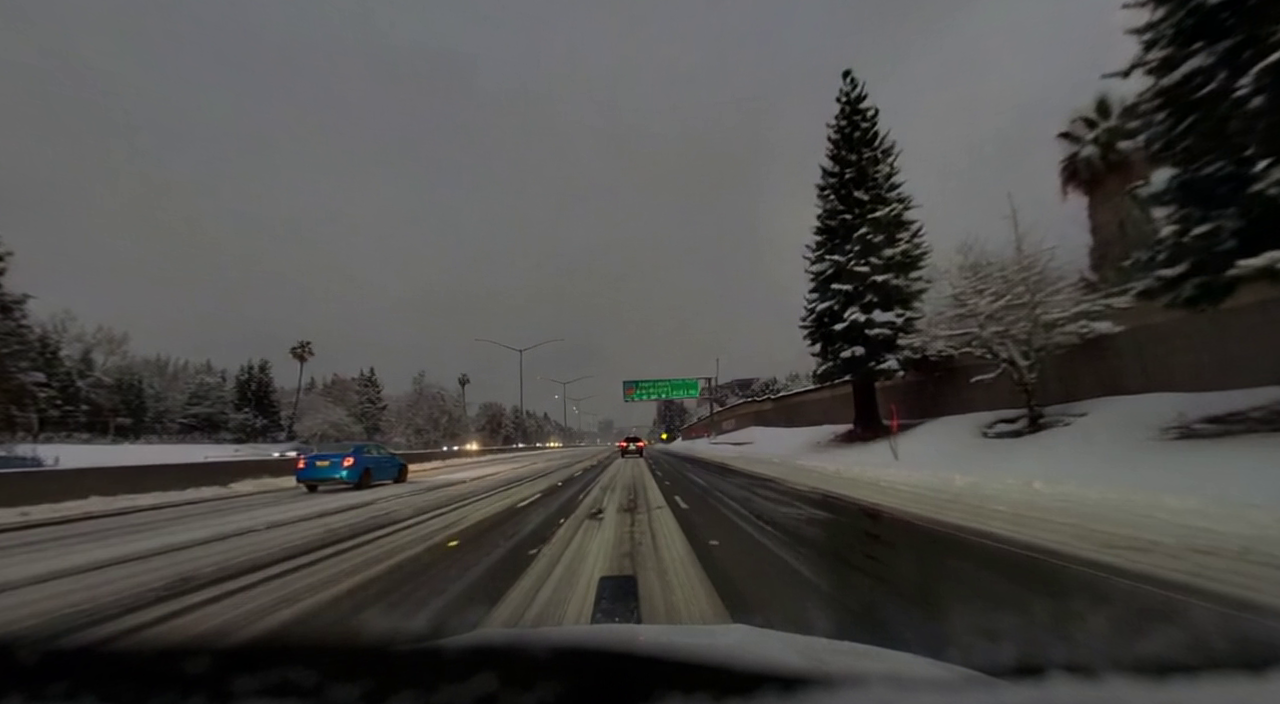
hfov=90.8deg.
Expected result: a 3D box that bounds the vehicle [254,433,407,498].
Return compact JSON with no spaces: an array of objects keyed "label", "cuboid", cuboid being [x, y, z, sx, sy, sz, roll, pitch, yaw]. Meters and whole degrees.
[{"label":"vehicle","cuboid":[-8.331,3.083,17.563,1.971,1.552,4.465,0,-8,0]}]
